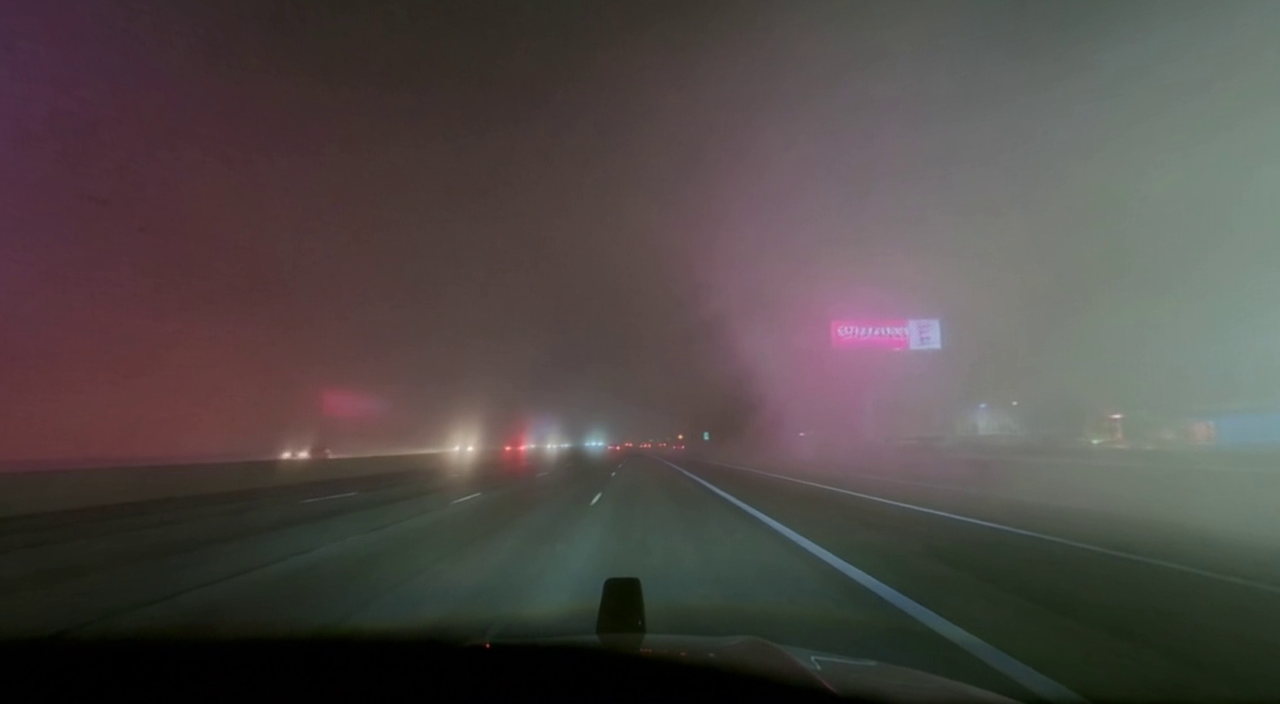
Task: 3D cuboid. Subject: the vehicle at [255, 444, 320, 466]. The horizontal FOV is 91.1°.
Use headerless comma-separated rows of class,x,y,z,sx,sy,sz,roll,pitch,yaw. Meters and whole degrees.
vehicle,-25.572,7.471,45.763,1.935,1.519,4.731,0,-8,0
